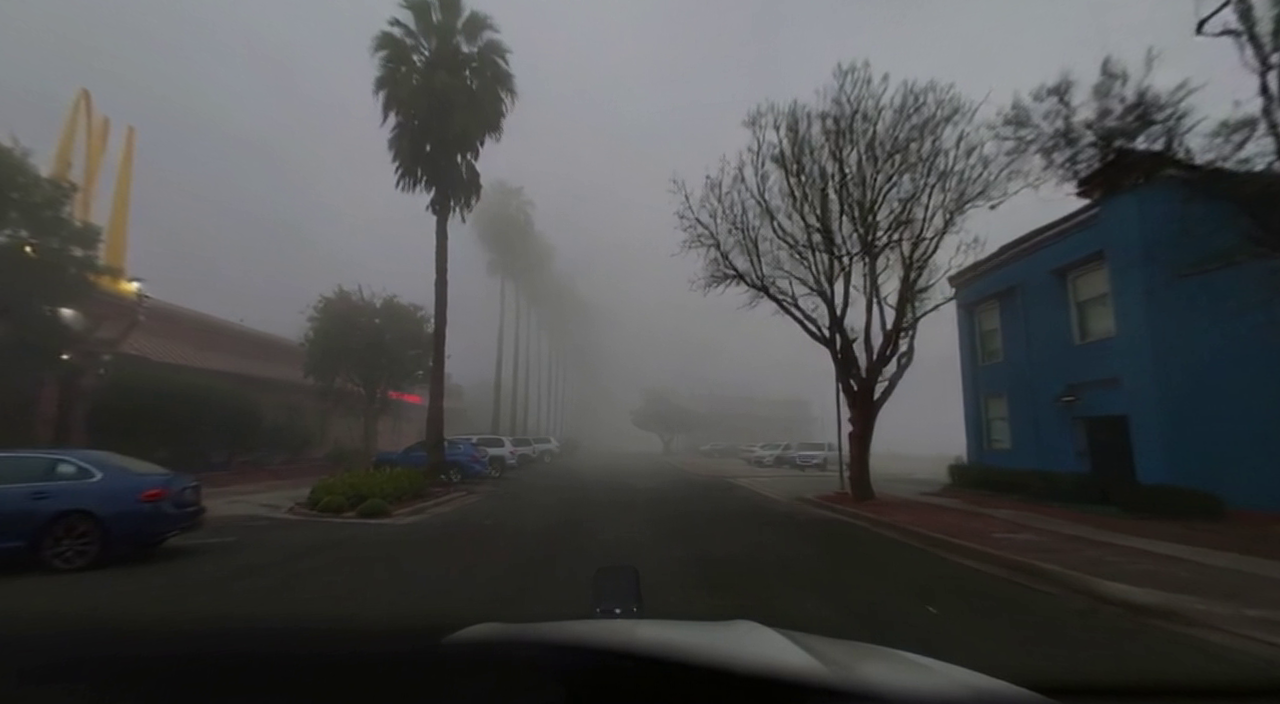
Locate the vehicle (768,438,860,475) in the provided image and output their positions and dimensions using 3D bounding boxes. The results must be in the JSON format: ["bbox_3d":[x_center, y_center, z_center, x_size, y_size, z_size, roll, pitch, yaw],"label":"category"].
[{"bbox_3d":[9.120,5.462,33.067,4.509,1.759,2.077,5,-11,-31],"label":"vehicle"}]

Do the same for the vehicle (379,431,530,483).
[{"bbox_3d":[-7.228,4.107,24.806,5.210,1.834,2.281,5,-11,-30],"label":"vehicle"}]

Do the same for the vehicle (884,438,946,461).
[{"bbox_3d":[20.889,7.458,48.017,4.120,1.659,1.894,-5,-10,28],"label":"vehicle"}]

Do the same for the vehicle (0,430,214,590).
[{"bbox_3d":[-7.496,1.593,6.572,4.838,1.521,2.105,5,-11,-30],"label":"vehicle"}]
